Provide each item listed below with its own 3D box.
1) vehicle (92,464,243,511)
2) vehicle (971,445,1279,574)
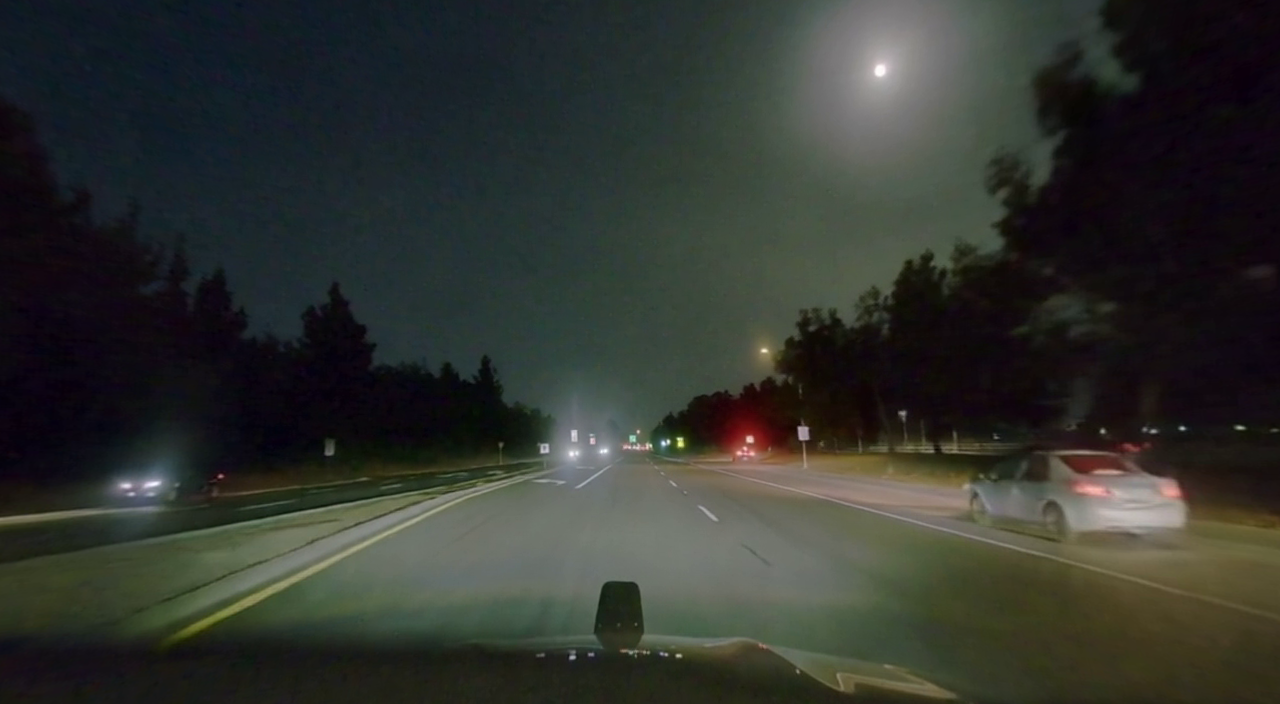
[{"bbox_3d":[-17.626,5.046,23.964,1.961,1.437,4.867,0,-9,0],"label":"vehicle"},{"bbox_3d":[7.271,2.168,9.584,1.961,1.465,4.468,0,-9,-2],"label":"vehicle"}]
